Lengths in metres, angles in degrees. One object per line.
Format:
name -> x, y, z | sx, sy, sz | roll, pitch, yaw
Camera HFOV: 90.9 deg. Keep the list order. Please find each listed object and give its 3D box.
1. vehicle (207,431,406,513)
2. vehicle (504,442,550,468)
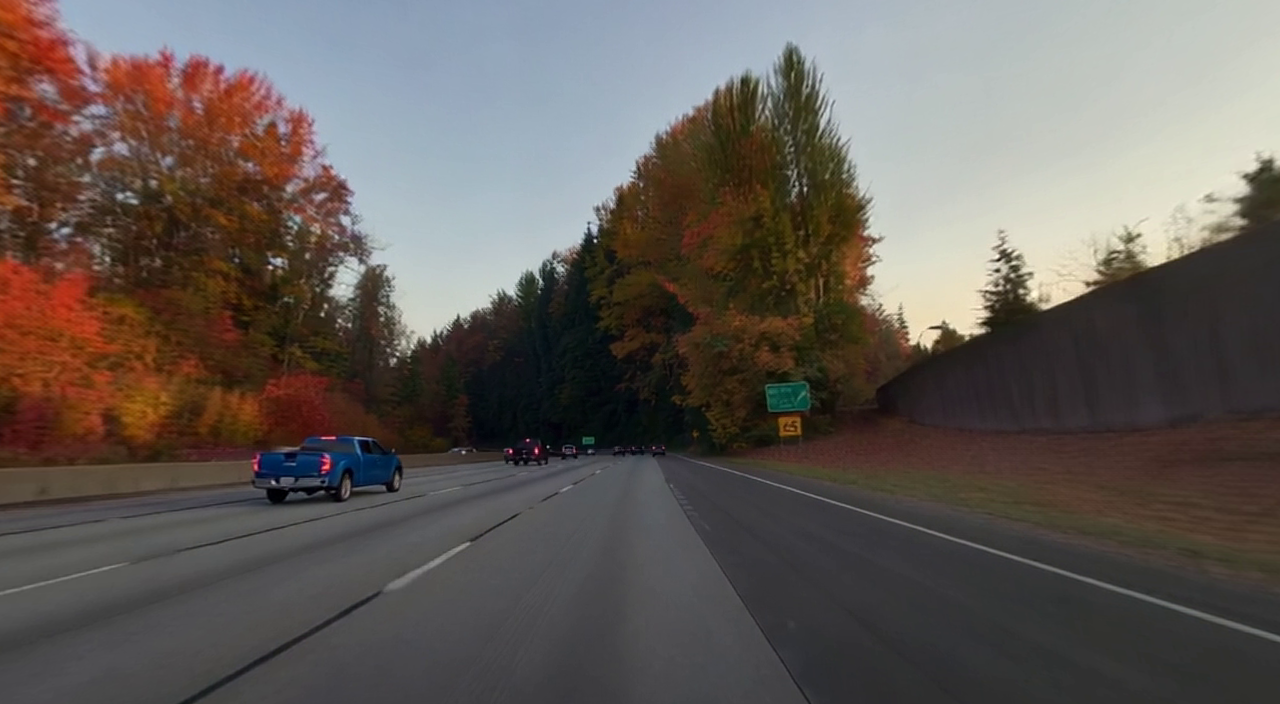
vehicle -> -7.320, 2.663, 14.544 | 1.965, 1.567, 4.686 | 0, -8, 1
vehicle -> -6.794, 6.223, 38.335 | 1.919, 1.499, 4.234 | 0, -8, 2
